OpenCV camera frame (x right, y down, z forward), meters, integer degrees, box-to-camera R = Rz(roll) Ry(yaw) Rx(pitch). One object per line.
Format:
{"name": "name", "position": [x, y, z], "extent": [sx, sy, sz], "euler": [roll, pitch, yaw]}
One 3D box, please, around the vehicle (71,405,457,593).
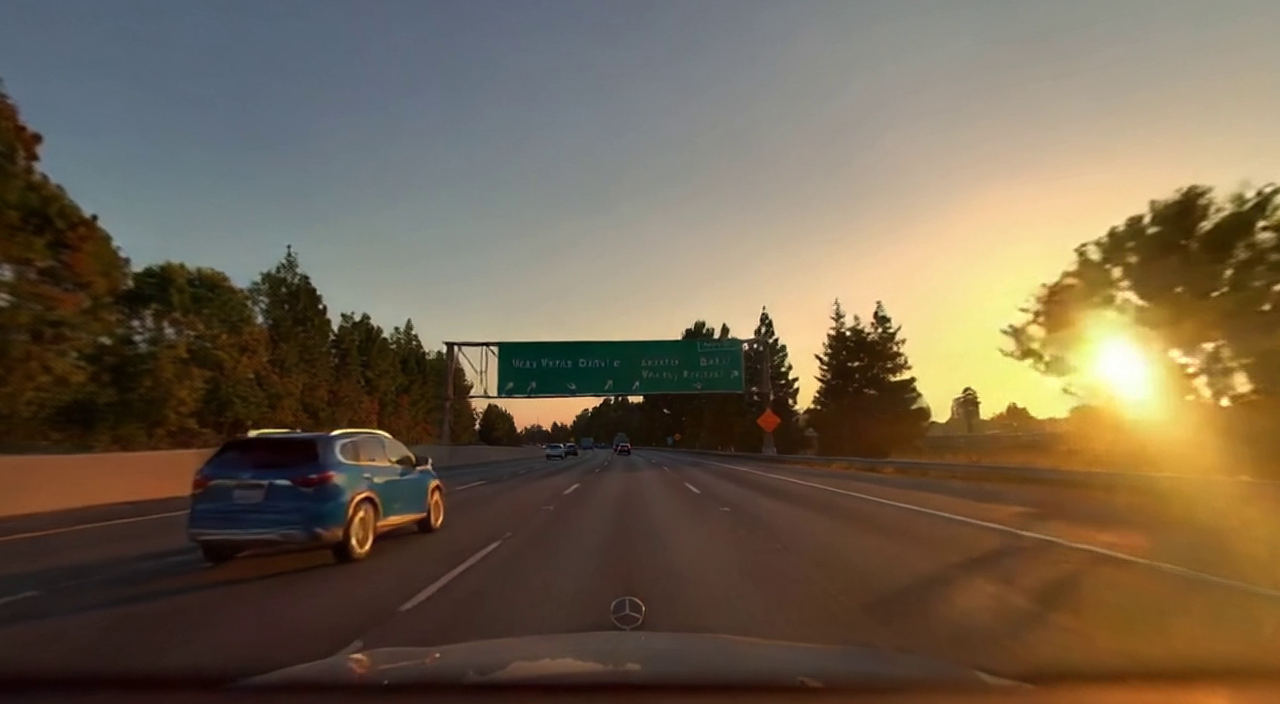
{"name": "vehicle", "position": [-4.137, 1.687, 8.156], "extent": [2.162, 1.724, 4.537], "euler": [0, -8, 0]}
